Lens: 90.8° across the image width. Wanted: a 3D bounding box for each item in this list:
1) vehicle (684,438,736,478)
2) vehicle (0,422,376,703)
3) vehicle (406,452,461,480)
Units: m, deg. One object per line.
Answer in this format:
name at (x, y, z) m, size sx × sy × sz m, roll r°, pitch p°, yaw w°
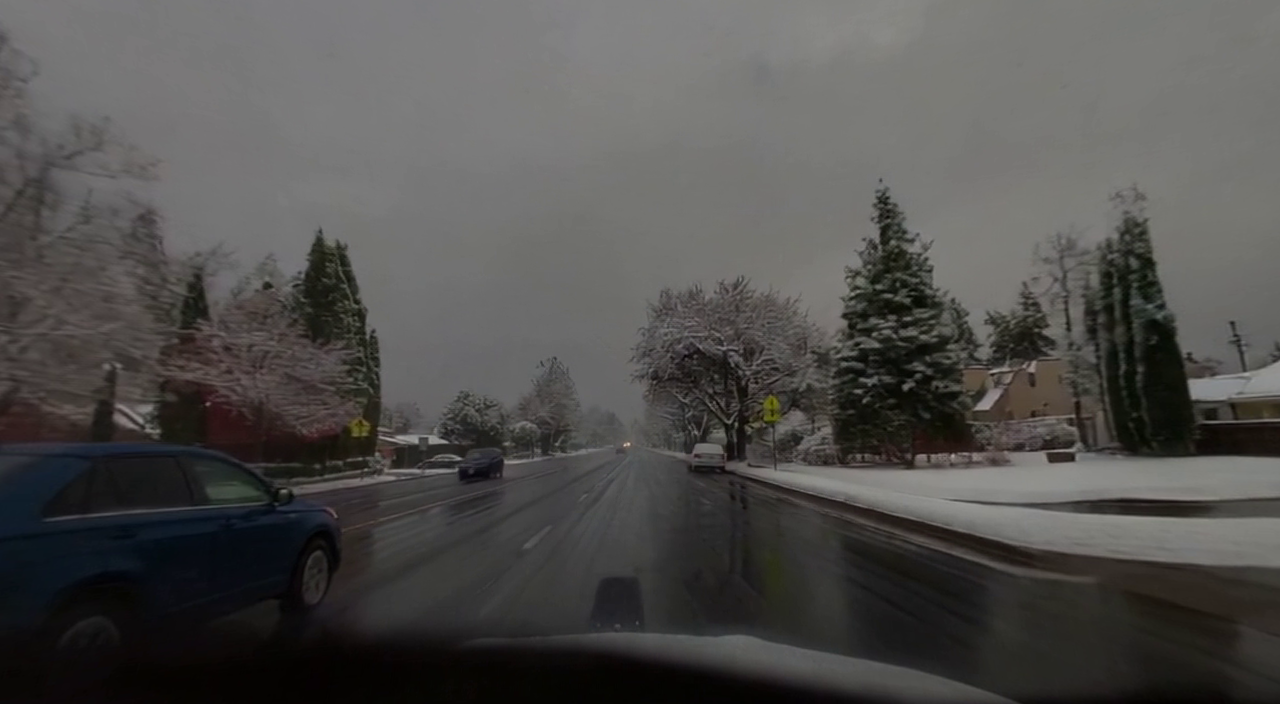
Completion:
vehicle at (3.575, 5.511, 33.155) m, size 2.130 × 1.873 × 4.886 m, roll 0°, pitch -8°, yaw 0°
vehicle at (-3.440, 1.170, 3.506) m, size 1.969 × 1.459 × 4.619 m, roll 0°, pitch -8°, yaw 0°
vehicle at (-13.843, 7.634, 42.657) m, size 2.042 × 1.670 × 4.702 m, roll -1°, pitch -8°, yaw 1°
